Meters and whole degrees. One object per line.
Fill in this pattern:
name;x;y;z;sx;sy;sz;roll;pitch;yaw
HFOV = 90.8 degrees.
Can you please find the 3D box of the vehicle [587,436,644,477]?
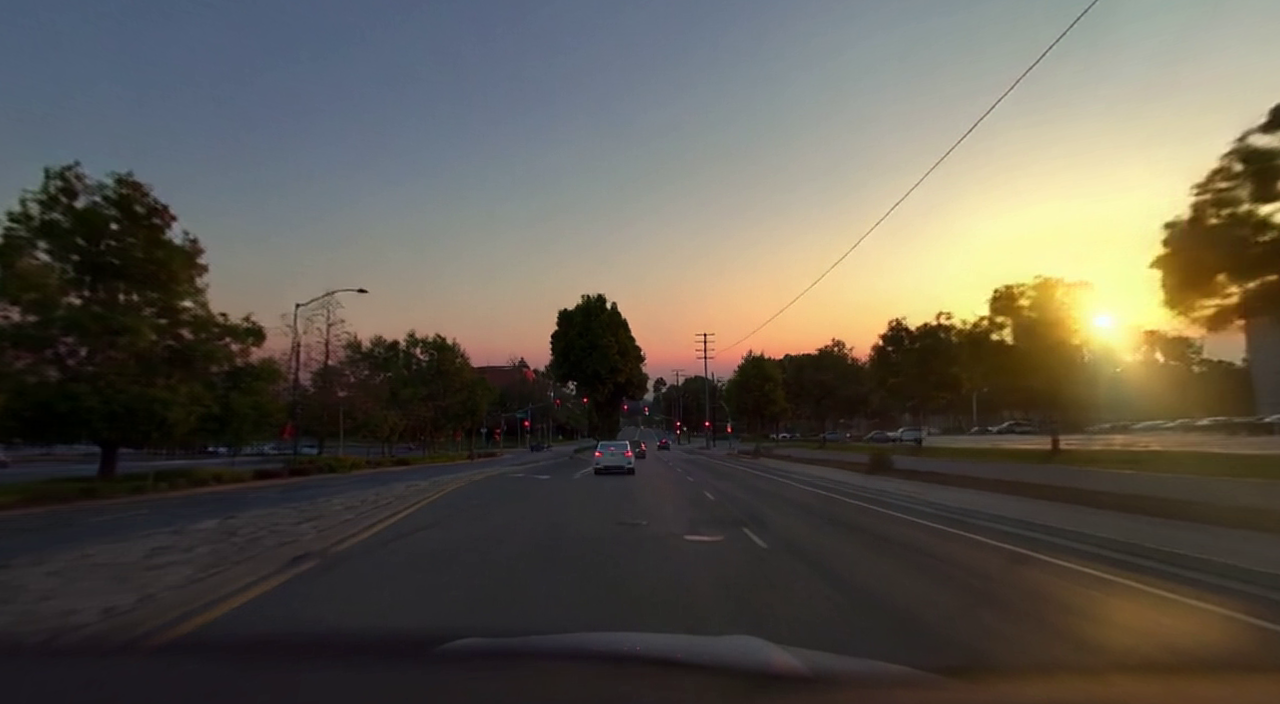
vehicle;-0.890;4.125;25.161;2.075;1.470;3.962;0;-8;0
